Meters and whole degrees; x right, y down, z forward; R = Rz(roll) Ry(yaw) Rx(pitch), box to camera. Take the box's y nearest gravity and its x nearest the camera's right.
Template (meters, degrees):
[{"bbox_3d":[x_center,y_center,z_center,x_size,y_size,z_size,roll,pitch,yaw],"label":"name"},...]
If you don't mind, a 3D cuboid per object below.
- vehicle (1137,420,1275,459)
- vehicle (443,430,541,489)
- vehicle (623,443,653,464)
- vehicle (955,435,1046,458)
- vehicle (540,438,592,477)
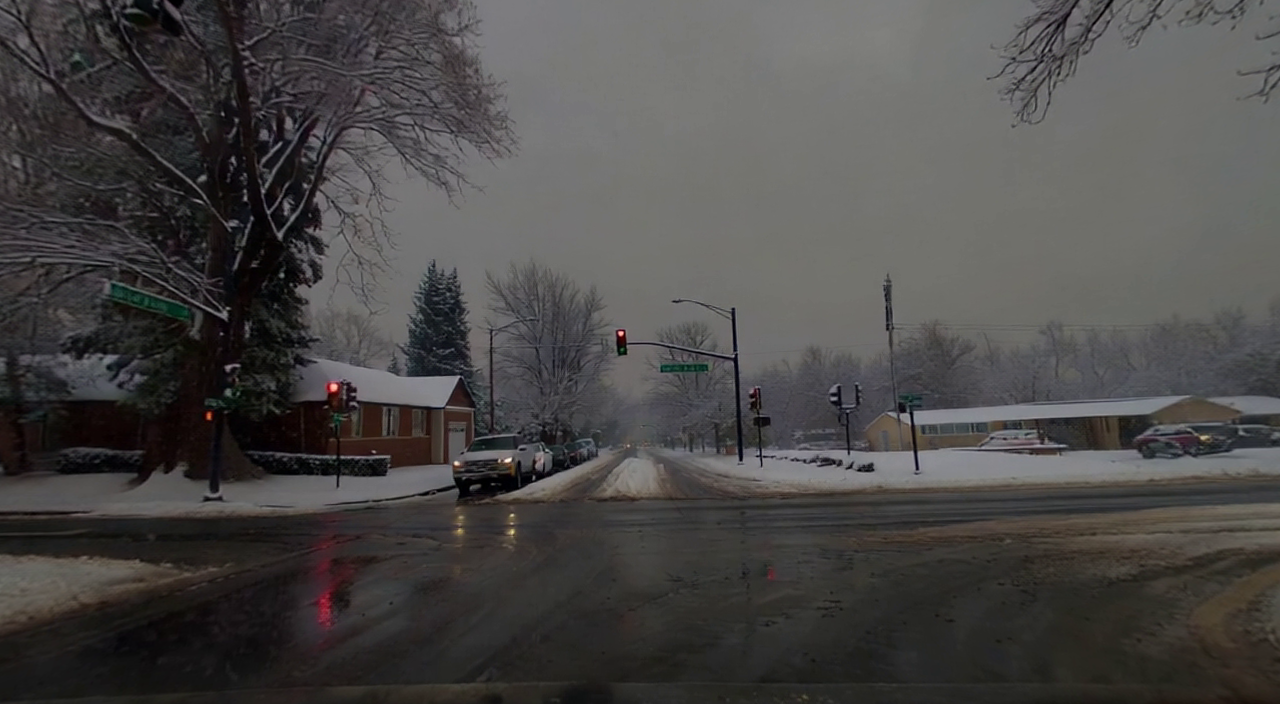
[{"bbox_3d":[33.261,5.162,37.243,5.969,2.149,2.331,0,-9,-3],"label":"vehicle"},{"bbox_3d":[-6.495,4.837,28.964,2.896,2.339,7.322,0,-9,-1],"label":"vehicle"},{"bbox_3d":[-0.227,7.731,48.334,2.056,1.493,4.535,0,-9,-3],"label":"vehicle"},{"bbox_3d":[24.977,6.551,43.843,5.172,1.515,1.851,0,-9,-2],"label":"vehicle"},{"bbox_3d":[-3.640,5.278,31.902,2.120,1.783,4.788,0,-9,-1],"label":"vehicle"}]
